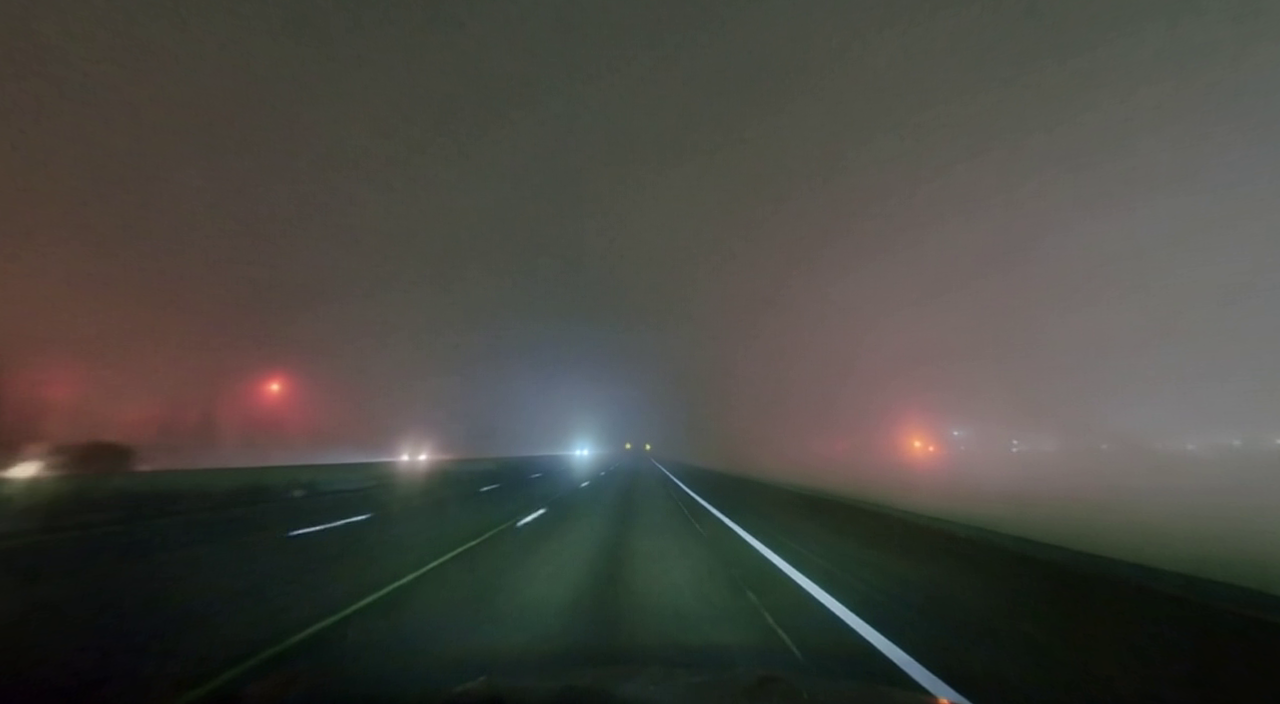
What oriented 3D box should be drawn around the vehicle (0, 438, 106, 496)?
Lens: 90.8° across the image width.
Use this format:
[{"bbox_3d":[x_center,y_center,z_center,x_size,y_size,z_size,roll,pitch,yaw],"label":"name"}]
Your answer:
[{"bbox_3d":[-19.875,3.594,19.870,1.812,1.678,4.844,0,-9,0],"label":"vehicle"}]
